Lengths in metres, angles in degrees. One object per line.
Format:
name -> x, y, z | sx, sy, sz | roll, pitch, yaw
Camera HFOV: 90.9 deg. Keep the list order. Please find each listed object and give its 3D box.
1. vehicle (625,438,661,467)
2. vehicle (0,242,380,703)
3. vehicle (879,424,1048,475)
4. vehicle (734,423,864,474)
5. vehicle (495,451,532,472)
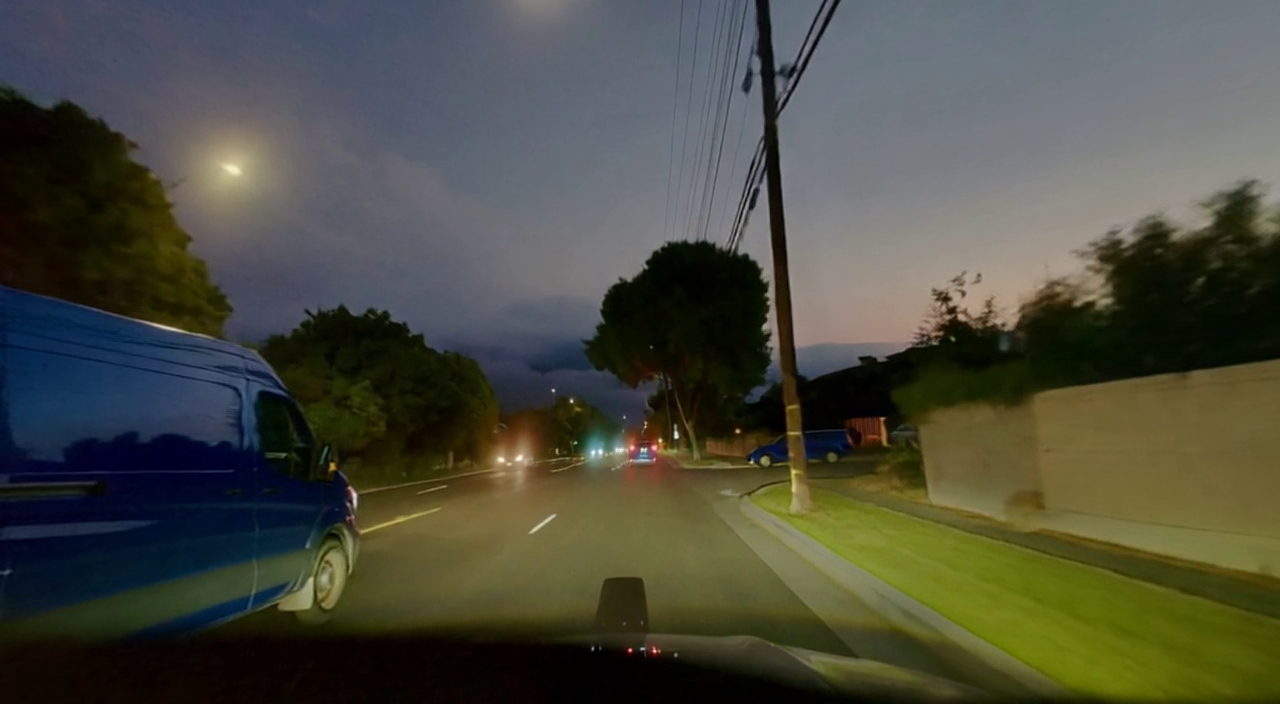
vehicle -> 0.185, 6.234, 39.262 | 2.120, 1.718, 3.909 | 0, -8, 1
vehicle -> -3.510, 0.724, 2.553 | 2.336, 2.152, 5.866 | 0, -8, 1
vehicle -> 10.177, 3.099, 20.099 | 4.295, 1.505, 1.918 | 0, -8, 1
vehicle -> 6.769, 4.124, 27.010 | 5.012, 1.711, 2.457 | -7, -8, 15
vehicle -> -9.380, 8.113, 47.004 | 1.844, 1.454, 4.288 | 0, -8, 1
